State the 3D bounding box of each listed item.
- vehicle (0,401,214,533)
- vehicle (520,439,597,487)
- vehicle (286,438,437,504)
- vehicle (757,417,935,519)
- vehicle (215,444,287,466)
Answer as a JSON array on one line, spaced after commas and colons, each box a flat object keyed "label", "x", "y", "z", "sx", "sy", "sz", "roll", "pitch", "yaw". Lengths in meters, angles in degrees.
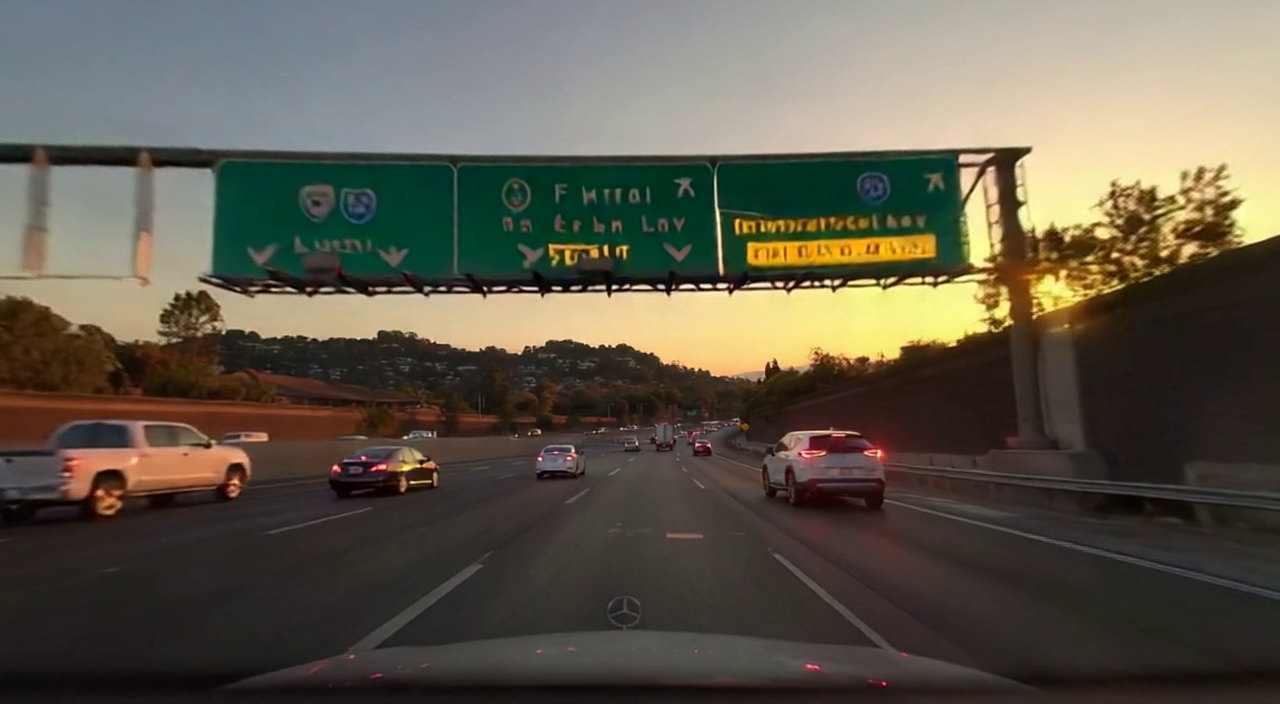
[{"label": "vehicle", "x": -10.783, "y": 2.096, "z": 11.859, "sx": 2.131, "sy": 2.006, "sz": 4.550, "roll": 0, "pitch": -8, "yaw": 1}, {"label": "vehicle", "x": -2.698, "y": 3.779, "z": 21.713, "sx": 1.947, "sy": 1.479, "sz": 4.114, "roll": 0, "pitch": -8, "yaw": 2}, {"label": "vehicle", "x": -6.952, "y": 2.989, "z": 16.235, "sx": 1.909, "sy": 1.482, "sz": 4.140, "roll": 0, "pitch": -8, "yaw": 1}, {"label": "vehicle", "x": 3.926, "y": 2.321, "z": 13.026, "sx": 2.108, "sy": 1.709, "sz": 4.703, "roll": 0, "pitch": -8, "yaw": 0}, {"label": "vehicle", "x": -26.972, "y": 7.139, "z": 43.719, "sx": 1.837, "sy": 1.464, "sz": 4.699, "roll": -1, "pitch": -8, "yaw": 3}]
